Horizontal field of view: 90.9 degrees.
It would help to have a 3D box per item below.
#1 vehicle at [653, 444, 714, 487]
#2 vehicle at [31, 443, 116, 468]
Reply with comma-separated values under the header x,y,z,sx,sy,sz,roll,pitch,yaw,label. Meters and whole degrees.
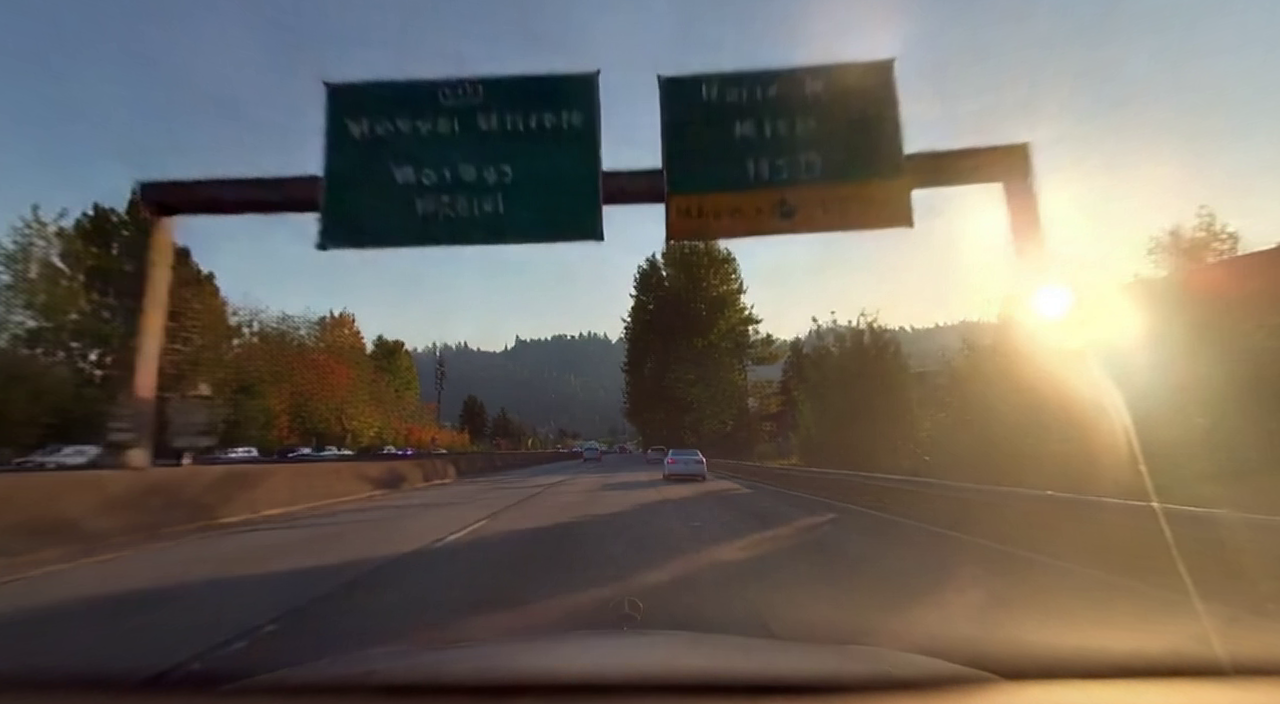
x,y,z,sx,sy,sz,roll,pitch,yaw,label
1.547,4.254,23.821,1.960,1.456,3.818,0,-9,-1,vehicle
-38.484,7.044,42.982,1.897,1.595,4.510,1,-9,-6,vehicle
